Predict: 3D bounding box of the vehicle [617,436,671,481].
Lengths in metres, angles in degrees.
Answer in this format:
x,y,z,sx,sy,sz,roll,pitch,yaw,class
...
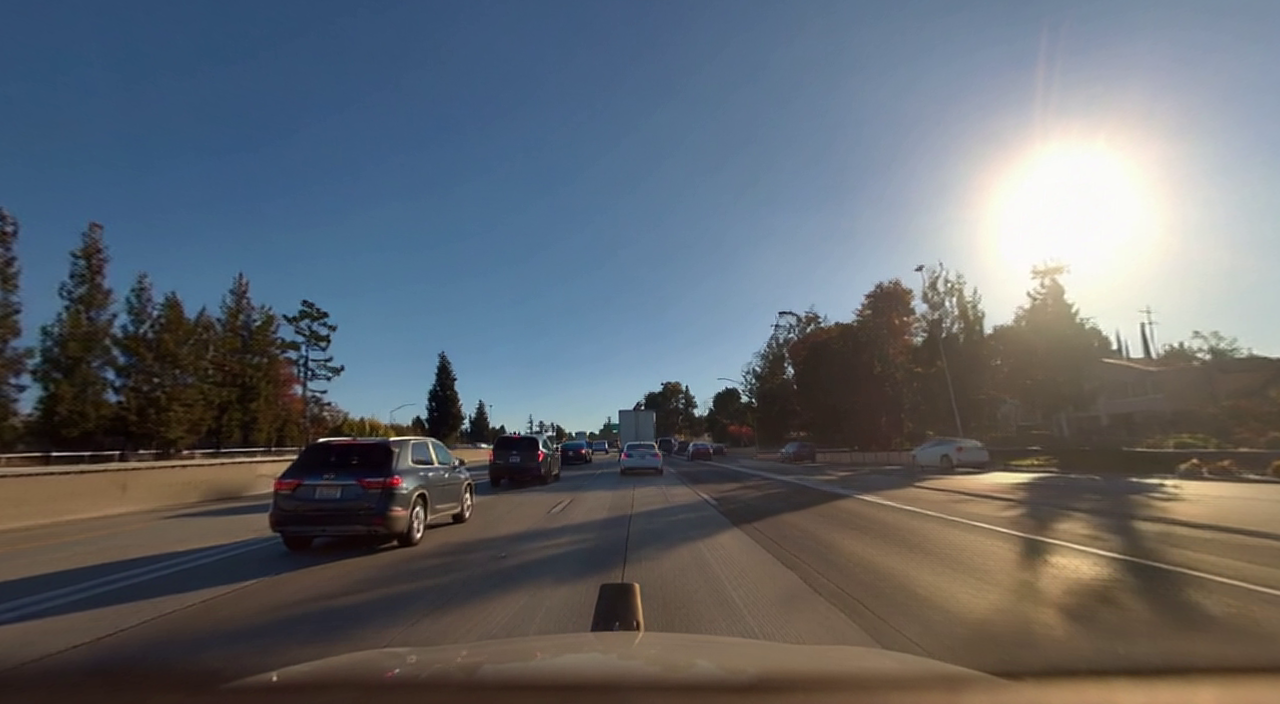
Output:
x,y,z,sx,sy,sz,roll,pitch,yaw,class
0.142,4.363,26.163,2.063,1.703,4.203,0,-9,0,vehicle

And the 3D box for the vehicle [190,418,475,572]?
x,y,z,sx,sy,sz,roll,pitch,yaw,class
-3.908,1.874,8.997,1.988,1.668,4.021,0,-9,0,vehicle

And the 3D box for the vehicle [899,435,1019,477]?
x,y,z,sx,sy,sz,roll,pitch,yaw,class
12.467,4.089,25.108,1.905,1.490,4.826,1,-9,-5,vehicle

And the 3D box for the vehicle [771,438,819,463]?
x,y,z,sx,sy,sz,roll,pitch,yaw,class
11.020,7.027,45.119,2.048,1.674,4.106,1,-9,-5,vehicle

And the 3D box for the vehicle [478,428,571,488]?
x,y,z,sx,sy,sz,roll,pitch,yaw,class
-4.052,3.857,23.294,2.301,1.944,5.482,0,-9,1,vehicle
